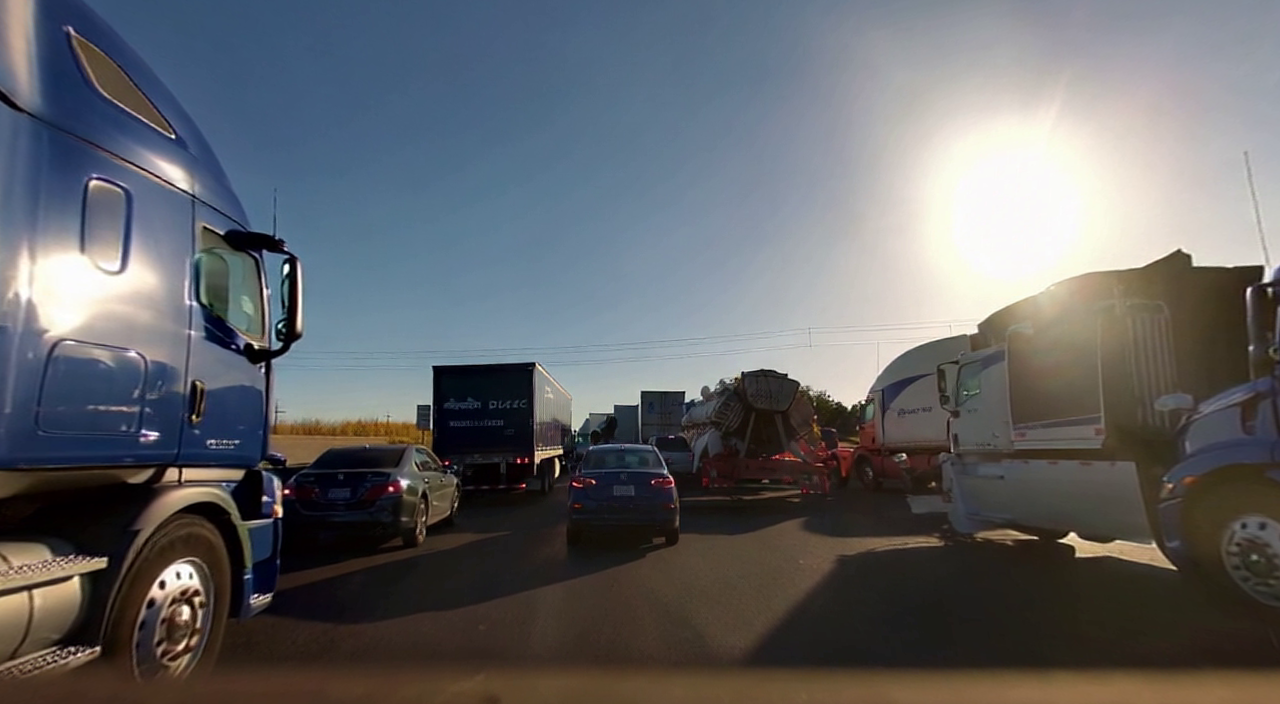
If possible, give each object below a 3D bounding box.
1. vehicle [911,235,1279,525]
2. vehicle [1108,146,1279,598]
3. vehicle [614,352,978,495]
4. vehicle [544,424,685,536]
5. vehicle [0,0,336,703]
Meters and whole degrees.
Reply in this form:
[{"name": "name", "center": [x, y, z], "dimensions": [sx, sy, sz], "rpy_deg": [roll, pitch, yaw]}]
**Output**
[{"name": "vehicle", "center": [10.744, 0.458, 9.733], "dimensions": [11.409, 4.186, 2.923], "rpy_deg": [-8, -12, 41]}, {"name": "vehicle", "center": [11.163, -0.364, 3.108], "dimensions": [13.564, 4.152, 3.110], "rpy_deg": [-9, -12, 42]}, {"name": "vehicle", "center": [4.738, 2.987, 24.497], "dimensions": [2.877, 4.124, 14.516], "rpy_deg": [4, -10, -41]}, {"name": "vehicle", "center": [-0.402, 2.270, 11.631], "dimensions": [2.140, 1.682, 3.971], "rpy_deg": [0, -9, 0]}, {"name": "vehicle", "center": [-3.953, -0.190, 0.456], "dimensions": [2.986, 3.391, 9.523], "rpy_deg": [0, -9, -2]}]
